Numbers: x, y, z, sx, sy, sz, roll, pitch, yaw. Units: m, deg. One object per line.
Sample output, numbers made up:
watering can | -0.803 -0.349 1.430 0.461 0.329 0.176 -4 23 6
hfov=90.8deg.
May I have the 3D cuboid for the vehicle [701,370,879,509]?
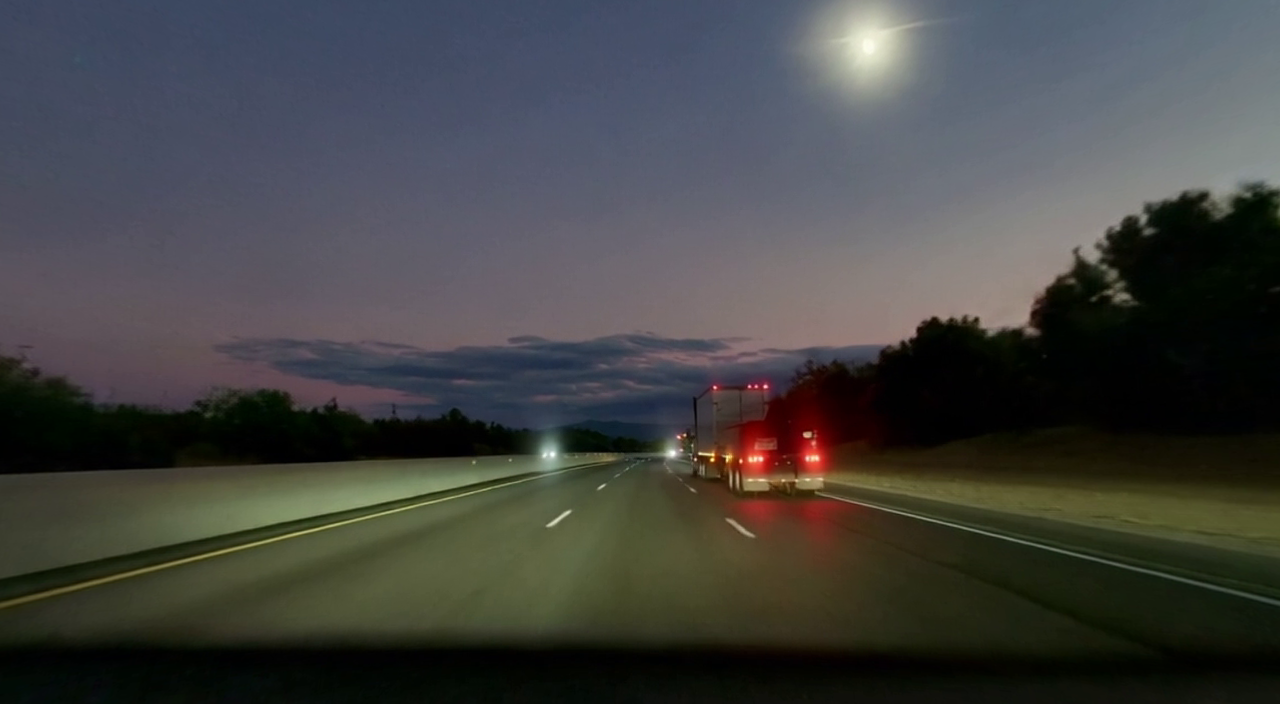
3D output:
vehicle | 4.363 3.242 22.633 2.868 3.427 14.032 0 -9 0
